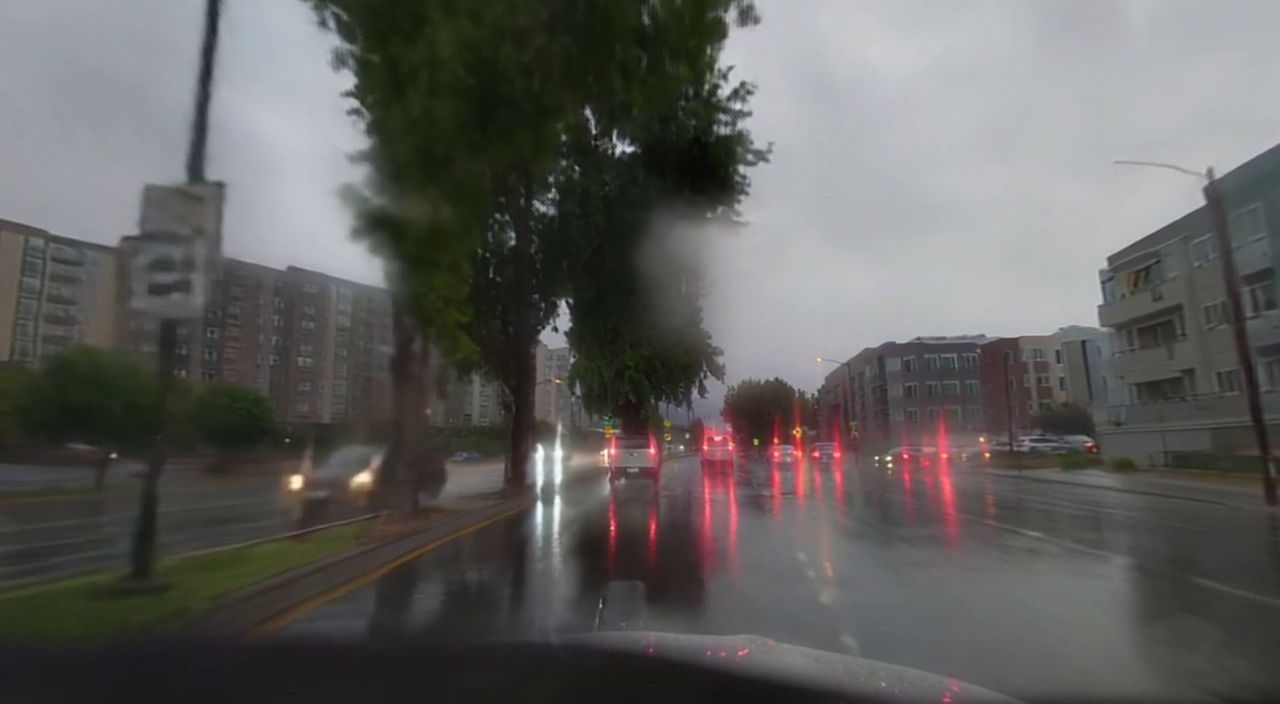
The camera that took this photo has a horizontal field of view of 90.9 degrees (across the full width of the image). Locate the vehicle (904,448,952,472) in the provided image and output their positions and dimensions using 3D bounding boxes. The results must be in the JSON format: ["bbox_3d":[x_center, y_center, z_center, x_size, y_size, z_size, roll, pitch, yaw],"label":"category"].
[{"bbox_3d":[18.531,6.954,40.744,1.706,1.474,3.761,-1,-9,7],"label":"vehicle"}]

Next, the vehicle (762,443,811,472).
[{"bbox_3d":[8.287,5.982,35.994,2.075,1.486,4.316,-1,-8,5],"label":"vehicle"}]

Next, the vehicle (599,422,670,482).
[{"bbox_3d":[-0.090,3.956,25.156,2.396,2.143,4.824,-1,-8,5],"label":"vehicle"}]

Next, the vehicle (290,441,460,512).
[{"bbox_3d":[-6.254,2.957,15.572,1.955,1.460,4.434,-1,-8,5],"label":"vehicle"}]

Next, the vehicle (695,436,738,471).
[{"bbox_3d":[4.255,5.664,35.401,2.222,1.841,4.031,-1,-9,6],"label":"vehicle"}]

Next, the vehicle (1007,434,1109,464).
[{"bbox_3d":[27.715,6.451,42.004,5.050,1.756,2.206,-3,-10,8],"label":"vehicle"}]
